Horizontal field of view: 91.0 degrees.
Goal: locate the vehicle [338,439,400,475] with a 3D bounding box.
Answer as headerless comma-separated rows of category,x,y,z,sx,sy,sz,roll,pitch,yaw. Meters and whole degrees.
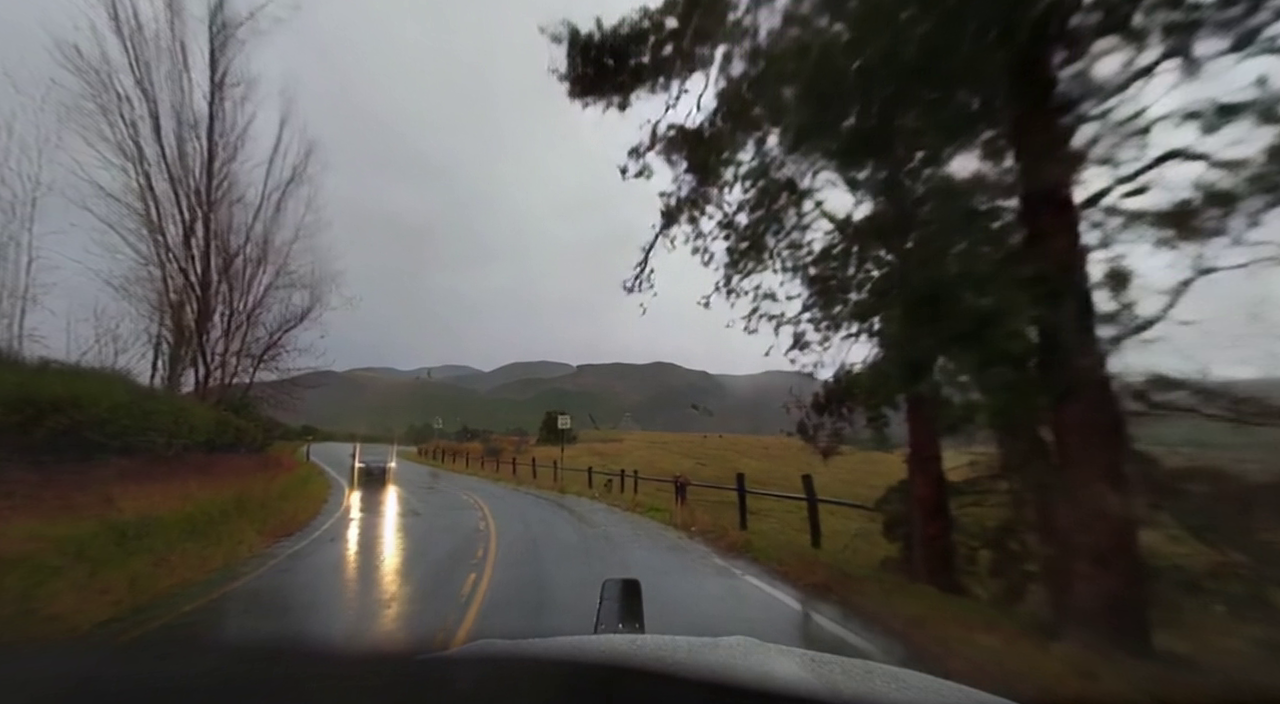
vehicle,-13.071,4.981,30.206,2.075,1.562,4.241,5,-9,-31
